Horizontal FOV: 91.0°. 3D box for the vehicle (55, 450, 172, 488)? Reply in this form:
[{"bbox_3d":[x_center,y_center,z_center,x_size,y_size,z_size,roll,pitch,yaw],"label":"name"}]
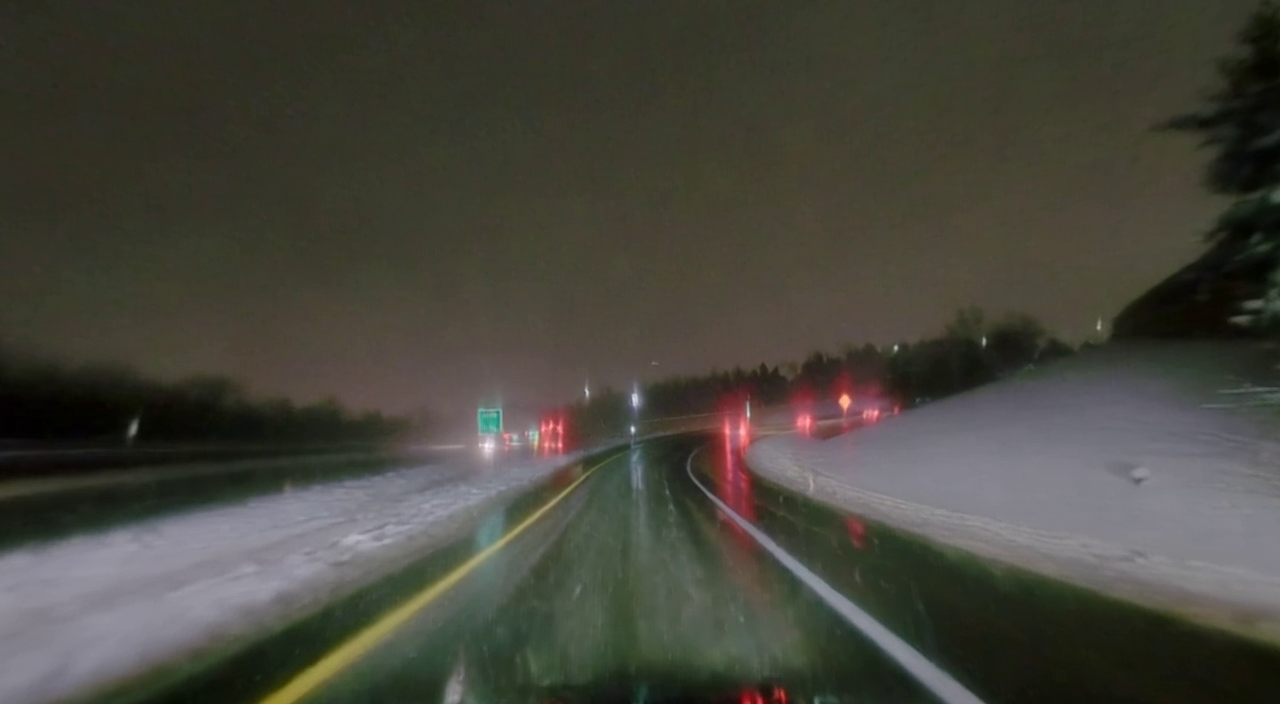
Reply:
[{"bbox_3d":[-27.925,6.181,33.675,2.209,1.778,5.108,1,-8,-6],"label":"vehicle"}]
